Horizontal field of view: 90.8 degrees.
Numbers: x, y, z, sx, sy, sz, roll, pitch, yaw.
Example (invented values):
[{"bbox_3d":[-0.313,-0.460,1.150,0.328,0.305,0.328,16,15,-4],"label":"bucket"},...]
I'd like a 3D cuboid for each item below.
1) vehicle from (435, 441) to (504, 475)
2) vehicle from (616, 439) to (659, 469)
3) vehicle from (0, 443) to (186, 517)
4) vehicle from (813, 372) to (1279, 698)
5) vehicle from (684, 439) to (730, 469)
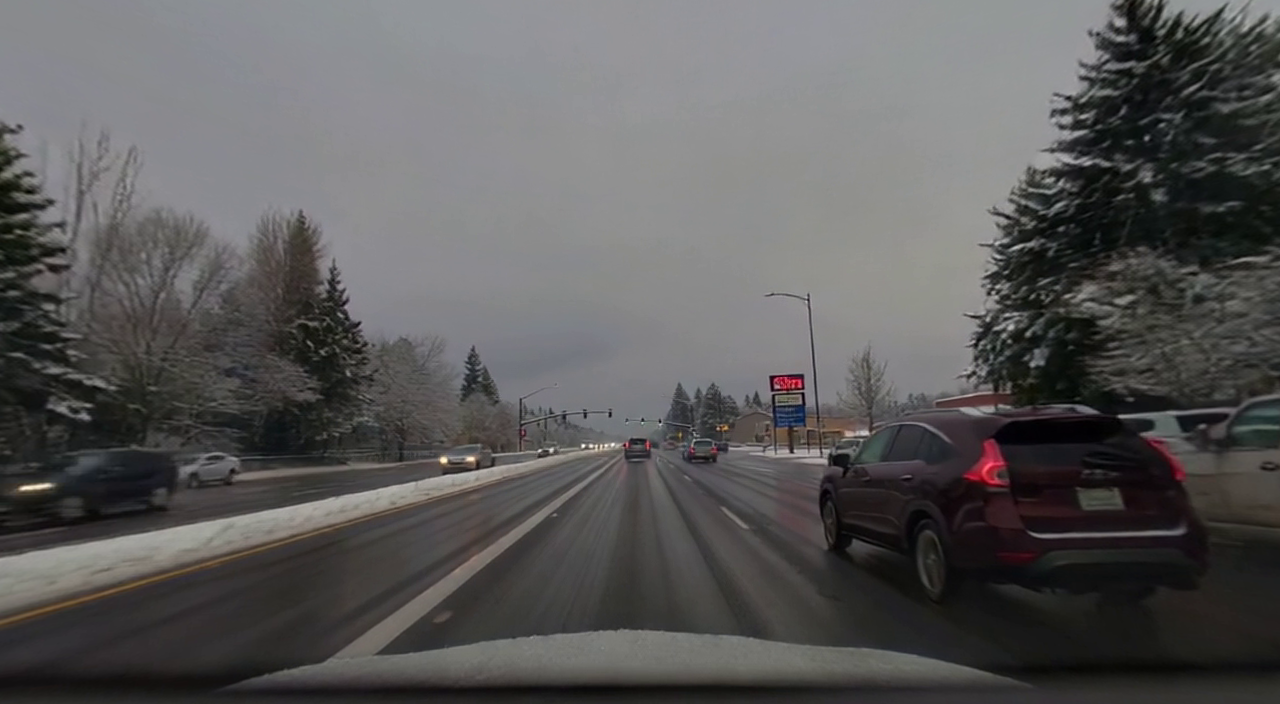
[{"bbox_3d":[-8.214,5.148,30.938,2.062,1.499,4.528,0,-8,1],"label":"vehicle"},{"bbox_3d":[-0.114,5.328,33.228,2.135,1.468,4.076,0,-8,0],"label":"vehicle"},{"bbox_3d":[-14.660,3.254,16.634,1.963,1.627,4.602,-1,-8,0],"label":"vehicle"},{"bbox_3d":[3.148,1.235,5.440,2.022,1.643,4.326,0,-8,-1],"label":"vehicle"},{"bbox_3d":[3.448,5.307,33.116,1.889,1.473,4.303,0,-8,-1],"label":"vehicle"}]
